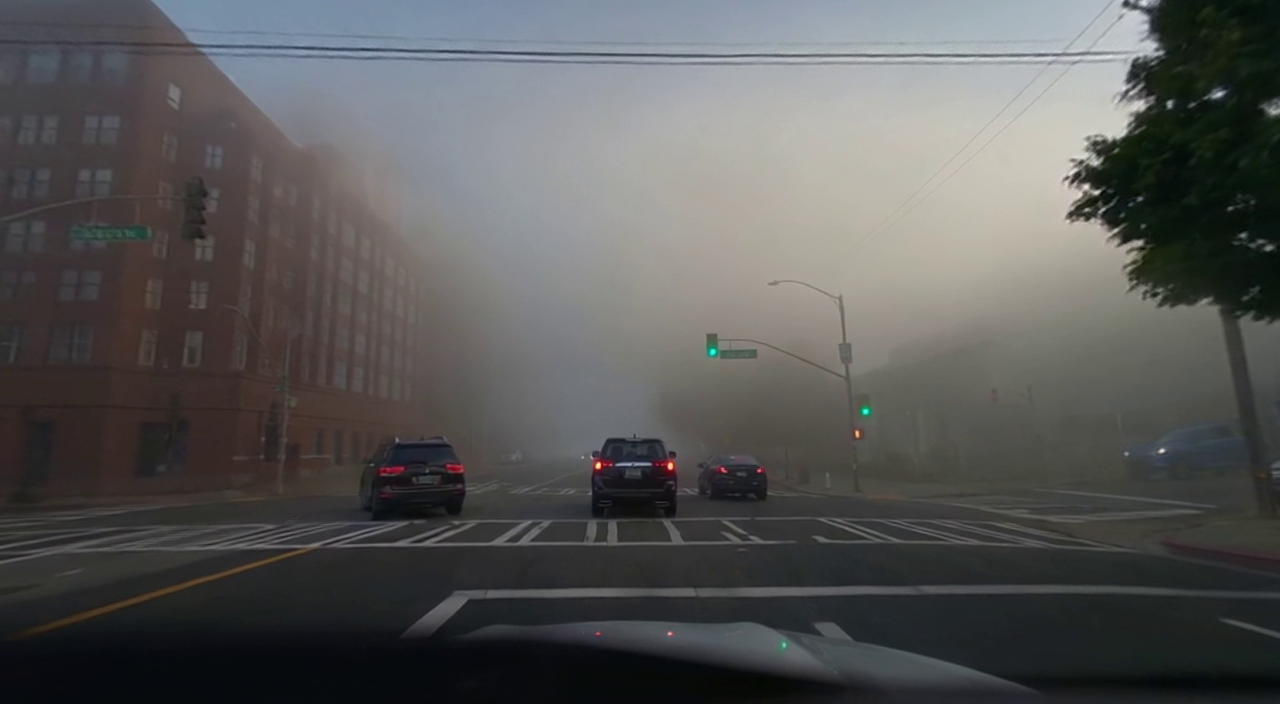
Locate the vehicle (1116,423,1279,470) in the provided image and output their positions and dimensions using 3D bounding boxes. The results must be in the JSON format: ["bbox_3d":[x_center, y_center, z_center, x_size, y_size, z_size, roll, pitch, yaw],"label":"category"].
[{"bbox_3d":[20.936,3.551,23.819,4.355,1.663,1.948,0,-9,0],"label":"vehicle"}]

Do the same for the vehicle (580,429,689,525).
[{"bbox_3d":[-0.164,2.761,14.552,2.105,1.842,4.537,0,-8,-2],"label":"vehicle"}]

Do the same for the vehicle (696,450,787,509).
[{"bbox_3d":[2.798,3.615,18.355,1.852,1.462,4.155,0,-8,-1],"label":"vehicle"}]

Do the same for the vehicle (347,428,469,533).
[{"bbox_3d":[-5.043,2.585,13.369,1.855,1.812,4.244,4,-9,-26],"label":"vehicle"}]
